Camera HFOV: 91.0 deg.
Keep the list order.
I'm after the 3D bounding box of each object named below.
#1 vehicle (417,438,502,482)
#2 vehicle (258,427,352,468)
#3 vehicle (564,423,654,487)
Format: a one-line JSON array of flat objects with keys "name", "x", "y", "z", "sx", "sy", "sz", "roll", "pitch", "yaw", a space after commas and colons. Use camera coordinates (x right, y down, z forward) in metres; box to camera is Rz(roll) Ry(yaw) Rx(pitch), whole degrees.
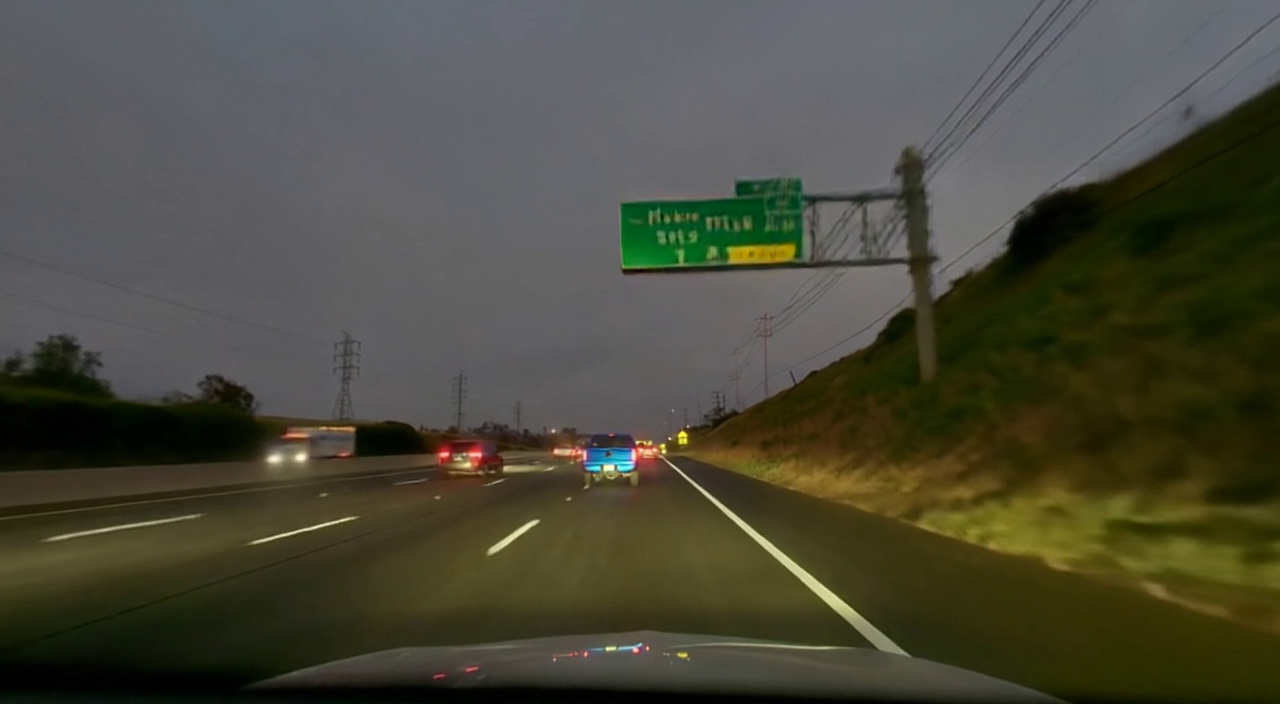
[{"name": "vehicle", "x": -7.158, "y": 4.322, "z": 25.469, "sx": 2.055, "sy": 1.618, "sz": 4.457, "roll": 0, "pitch": -9, "yaw": 1}, {"name": "vehicle", "x": -20.184, "y": 5.807, "z": 38.349, "sx": 2.294, "sy": 2.243, "sz": 6.159, "roll": 0, "pitch": -9, "yaw": 0}, {"name": "vehicle", "x": -1.008, "y": 3.869, "z": 23.975, "sx": 2.972, "sy": 2.087, "sz": 6.126, "roll": 0, "pitch": -9, "yaw": 0}]
